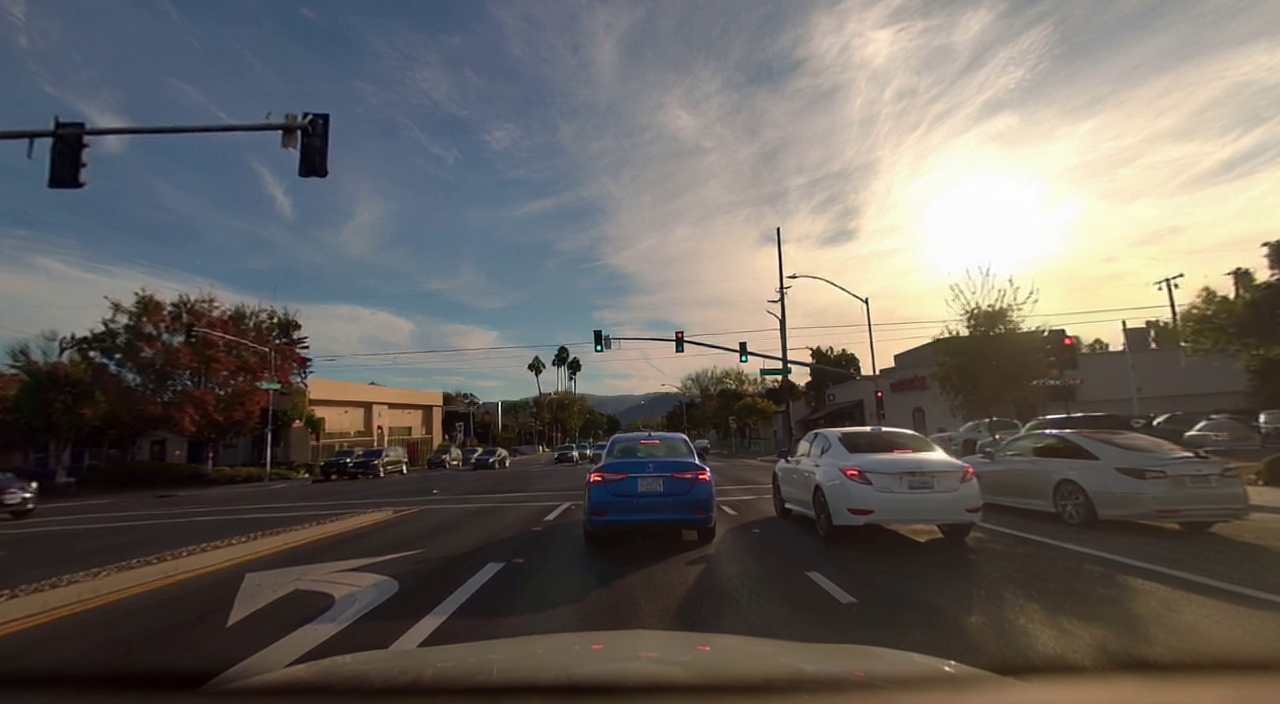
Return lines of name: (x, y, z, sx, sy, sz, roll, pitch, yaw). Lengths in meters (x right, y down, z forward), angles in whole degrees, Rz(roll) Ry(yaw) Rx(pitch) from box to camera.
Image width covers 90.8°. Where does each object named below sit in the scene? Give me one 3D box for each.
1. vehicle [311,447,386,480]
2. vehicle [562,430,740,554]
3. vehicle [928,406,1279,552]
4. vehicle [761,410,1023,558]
vehicle: (-18.577, 7.085, 40.654, 2.324, 1.911, 5.610, 0, -8, -2)
vehicle: (0.098, 1.986, 9.691, 2.135, 1.468, 4.076, 0, -8, -1)
vehicle: (6.457, 1.808, 9.623, 2.009, 1.700, 4.275, 0, -8, -1)
vehicle: (3.266, 1.826, 9.459, 1.973, 1.633, 4.717, 0, -8, 0)
